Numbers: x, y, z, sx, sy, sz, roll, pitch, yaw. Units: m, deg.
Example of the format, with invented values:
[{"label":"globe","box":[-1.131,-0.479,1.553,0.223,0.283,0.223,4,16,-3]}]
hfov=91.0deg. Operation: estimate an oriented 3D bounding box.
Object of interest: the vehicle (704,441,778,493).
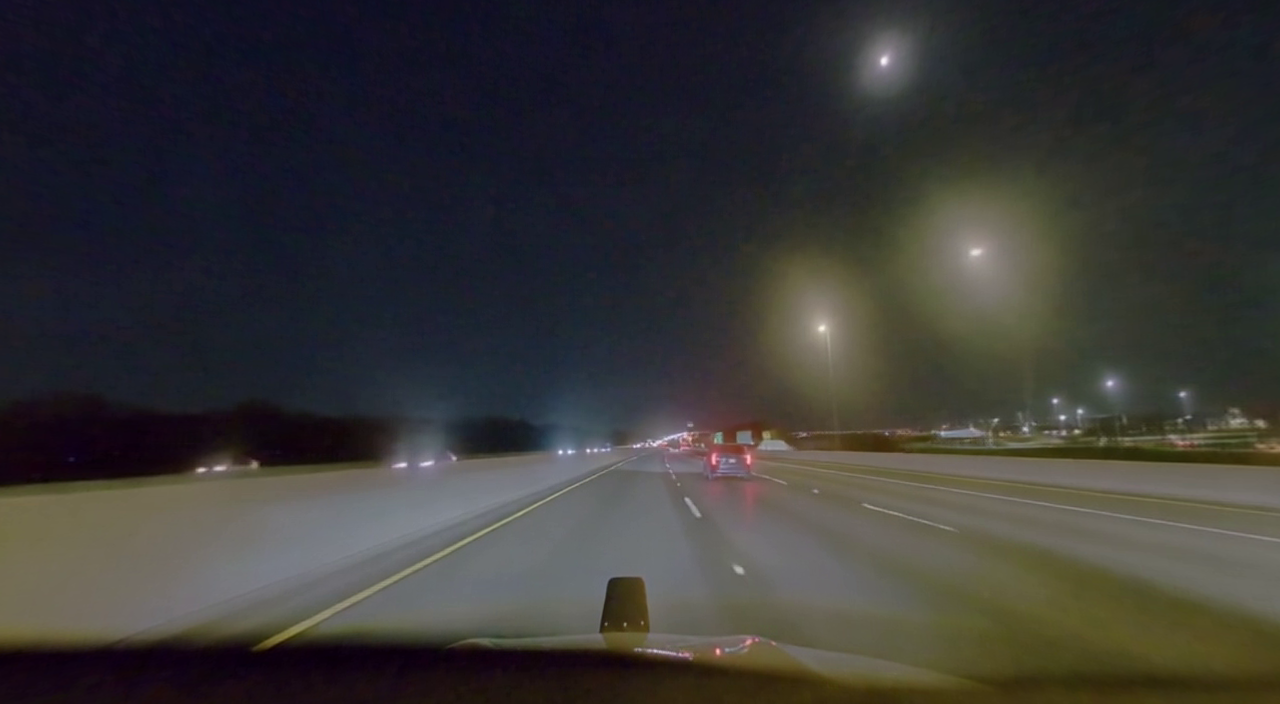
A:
[{"label":"vehicle","box":[3.020,3.482,19.471,1.683,1.400,3.868,0,-8,1]}]

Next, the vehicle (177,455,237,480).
[{"label":"vehicle","box":[-32.160,8.556,46.886,1.813,1.622,4.130,1,-8,-6]}]

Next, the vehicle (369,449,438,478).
[{"label":"vehicle","box":[-12.795,6.017,34.303,1.857,1.404,4.629,0,-8,2]}]
